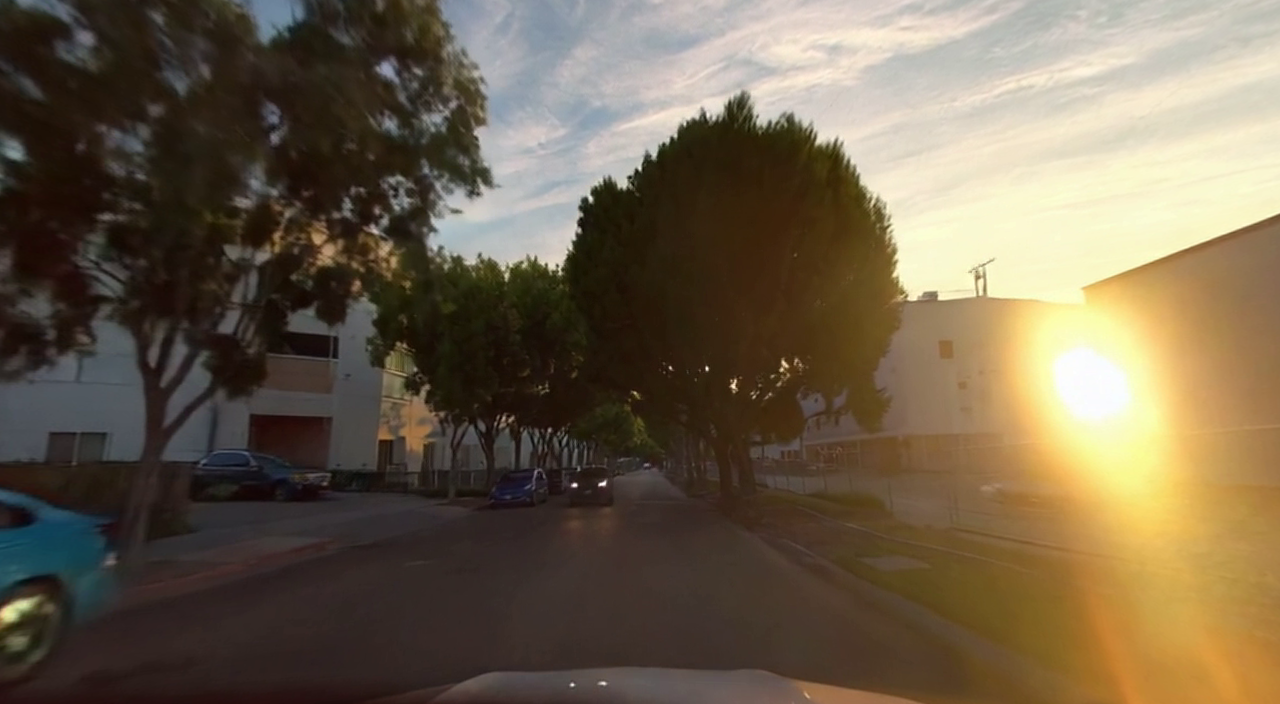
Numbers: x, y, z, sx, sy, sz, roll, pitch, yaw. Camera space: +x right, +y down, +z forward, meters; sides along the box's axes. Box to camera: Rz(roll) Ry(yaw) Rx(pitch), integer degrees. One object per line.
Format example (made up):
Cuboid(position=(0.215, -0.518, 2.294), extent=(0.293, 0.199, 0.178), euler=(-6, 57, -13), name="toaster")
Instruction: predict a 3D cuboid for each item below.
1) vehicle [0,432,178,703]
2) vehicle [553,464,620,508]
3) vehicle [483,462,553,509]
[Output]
Cuboid(position=(-4.641, 1.127, 2.859), extent=(1.903, 1.542, 4.115), euler=(-1, -10, 1), name="vehicle")
Cuboid(position=(-1.912, 5.027, 23.912), extent=(1.978, 1.453, 4.314), euler=(1, -11, 2), name="vehicle")
Cuboid(position=(-4.538, 5.000, 23.957), extent=(2.011, 1.596, 3.760), euler=(-1, -10, -2), name="vehicle")
